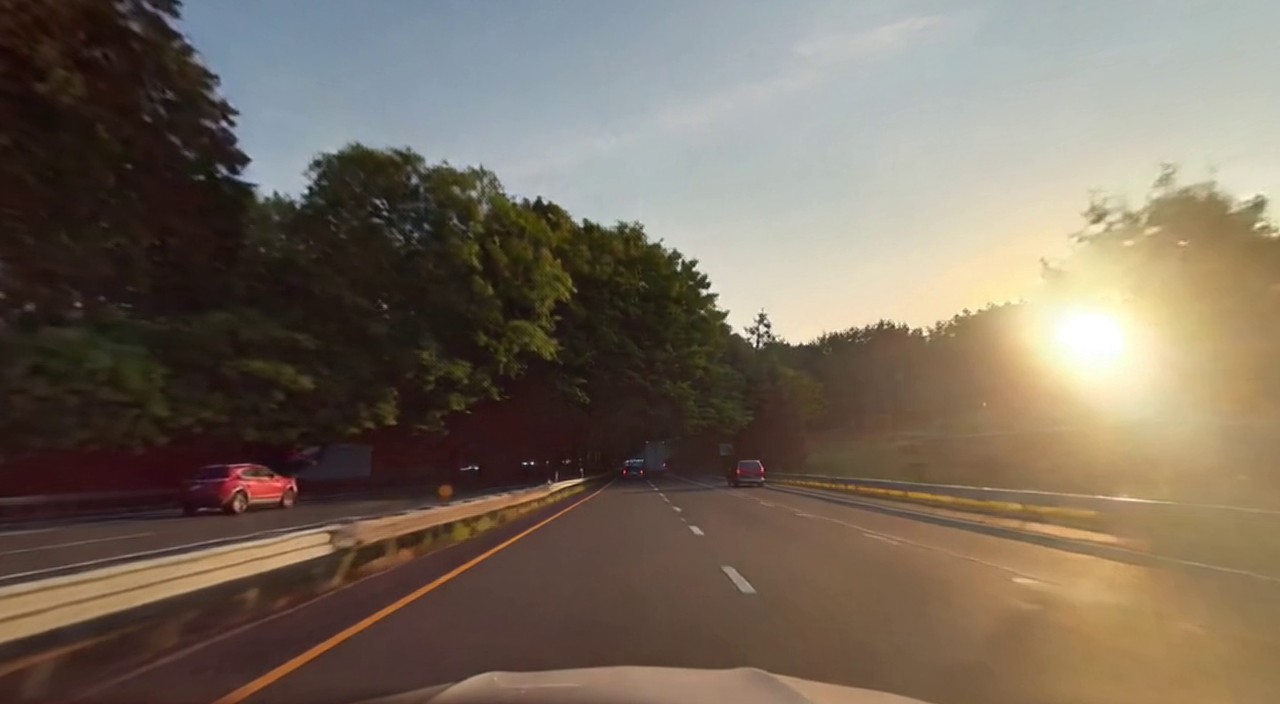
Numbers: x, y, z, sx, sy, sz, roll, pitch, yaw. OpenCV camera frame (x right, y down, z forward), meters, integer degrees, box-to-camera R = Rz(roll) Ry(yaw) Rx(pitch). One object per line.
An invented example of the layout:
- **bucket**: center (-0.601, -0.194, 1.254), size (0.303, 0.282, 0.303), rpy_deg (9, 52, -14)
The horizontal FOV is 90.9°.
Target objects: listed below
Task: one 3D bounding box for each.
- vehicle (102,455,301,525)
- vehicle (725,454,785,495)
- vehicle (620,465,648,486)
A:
- **vehicle**: center (-11.805, 3.751, 17.516), size (1.952, 1.618, 4.859), rpy_deg (1, -10, 1)
- **vehicle**: center (5.538, 5.965, 30.870), size (1.998, 1.776, 4.663), rpy_deg (1, -10, -1)
- **vehicle**: center (-0.438, 9.244, 47.245), size (1.987, 1.467, 3.903), rpy_deg (1, -10, -1)
